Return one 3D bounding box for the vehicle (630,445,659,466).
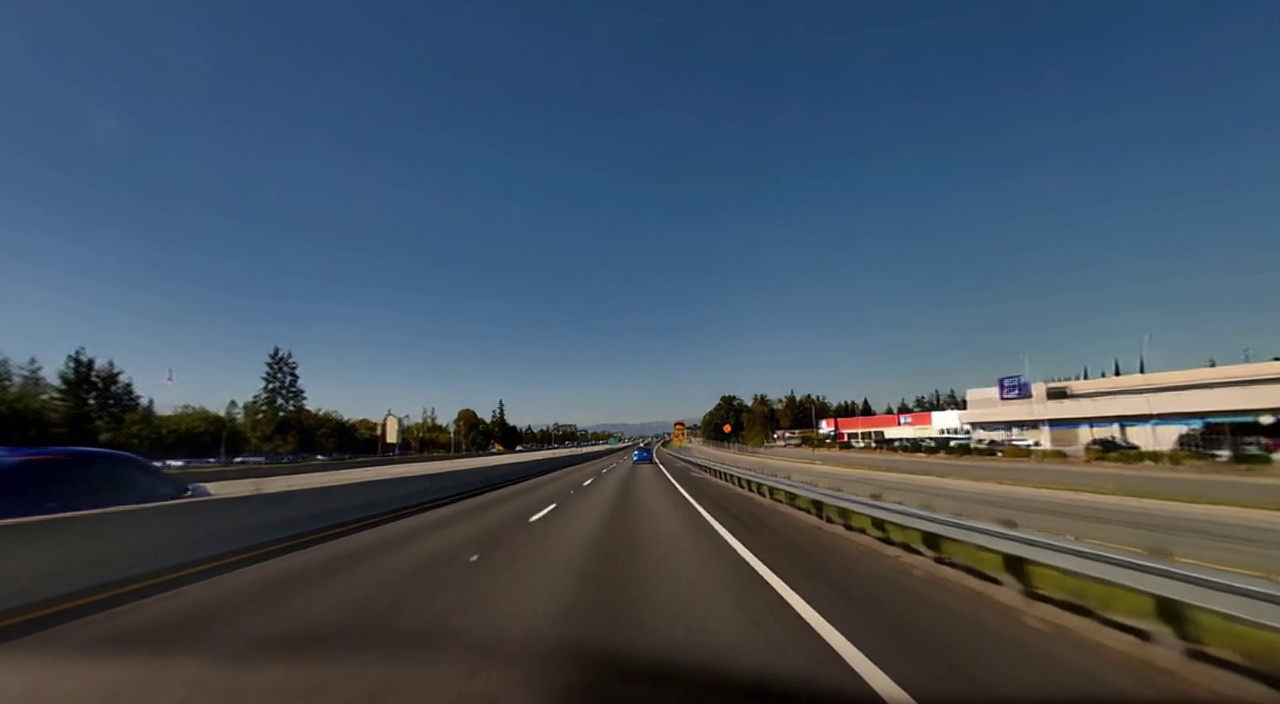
[{"bbox_3d":[0.325,7.621,46.474,2.014,1.507,3.960,0,-9,0],"label":"vehicle"}]

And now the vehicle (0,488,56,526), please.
[{"bbox_3d":[-30.002,7.349,29.966,1.803,1.413,4.306,4,-10,-24],"label":"vehicle"}]
